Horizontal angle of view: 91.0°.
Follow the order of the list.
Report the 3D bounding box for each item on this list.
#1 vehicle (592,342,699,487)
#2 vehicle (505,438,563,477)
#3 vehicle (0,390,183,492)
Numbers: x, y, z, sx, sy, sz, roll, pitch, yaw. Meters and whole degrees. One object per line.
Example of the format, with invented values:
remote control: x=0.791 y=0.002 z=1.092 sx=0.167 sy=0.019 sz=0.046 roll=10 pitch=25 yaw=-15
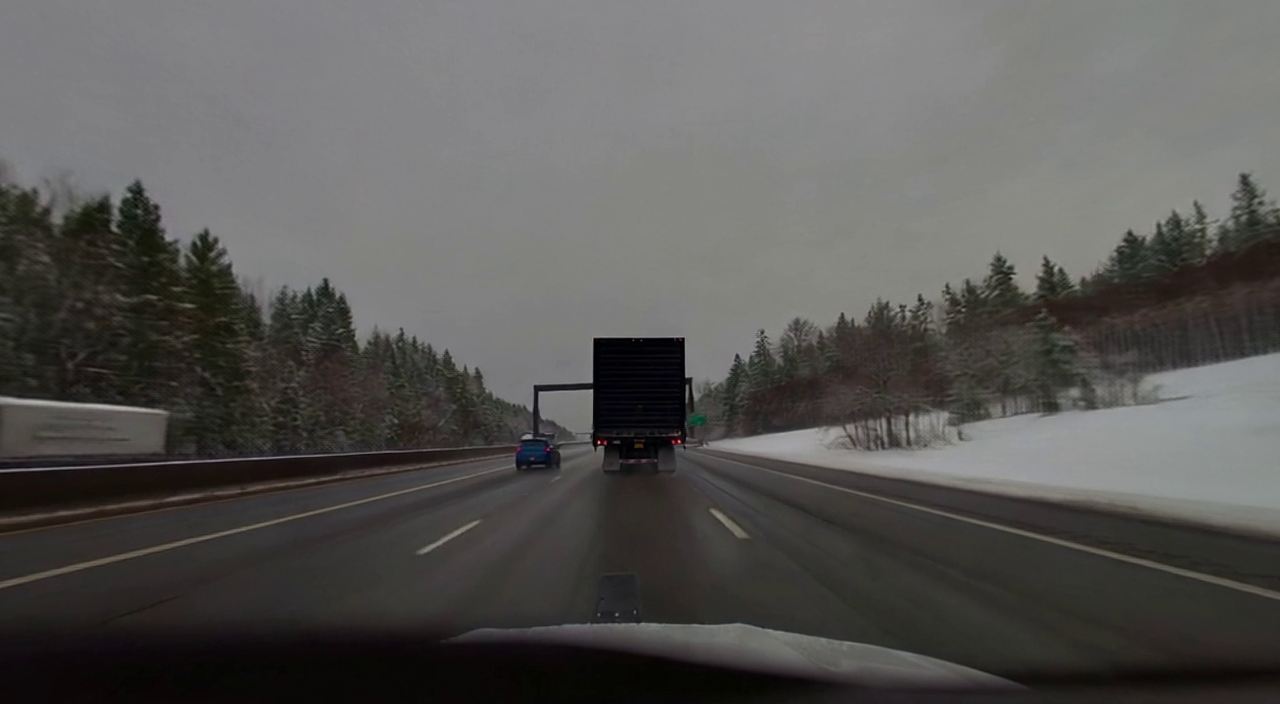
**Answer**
vehicle: x=0.038 y=2.543 z=23.661 sx=3.073 sy=4.196 sz=10.546 roll=0 pitch=-8 yaw=-1
vehicle: x=-4.597 y=4.621 z=27.876 sx=1.854 sy=1.530 sz=4.268 roll=0 pitch=-8 yaw=0
vehicle: x=-24.641 y=3.528 z=24.777 sx=2.843 sy=3.644 sz=14.071 roll=0 pitch=-8 yaw=0
